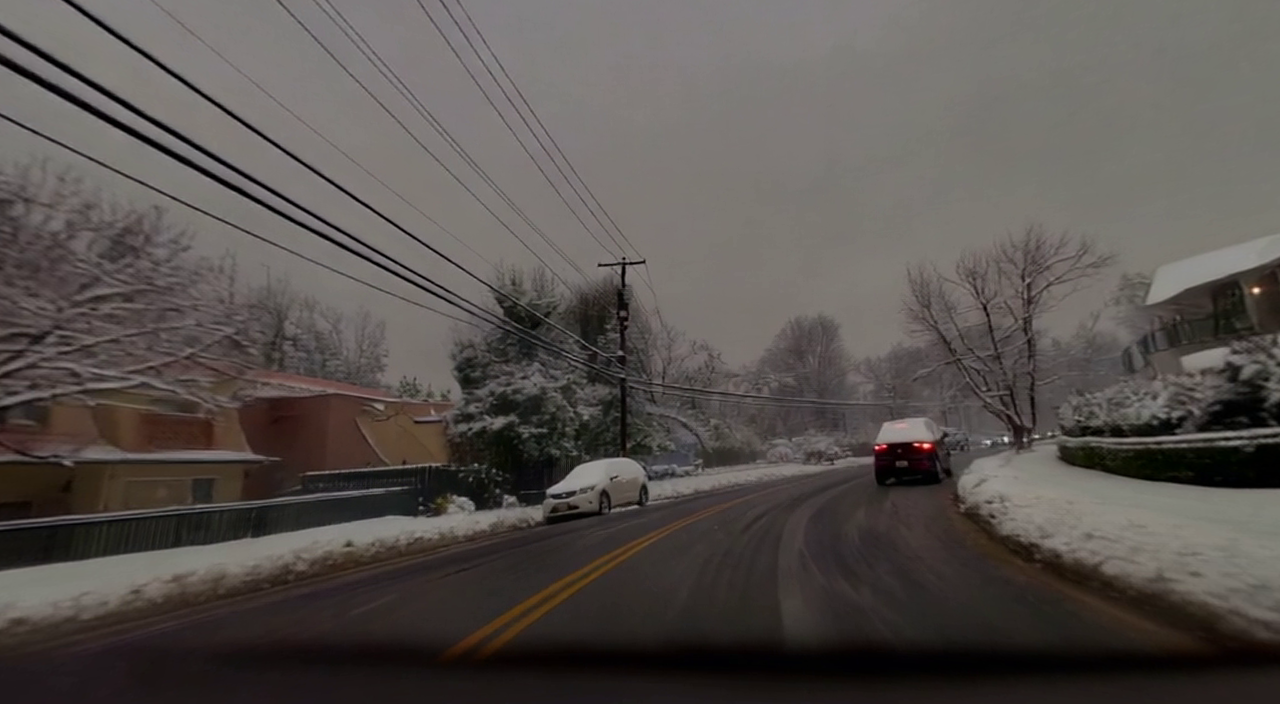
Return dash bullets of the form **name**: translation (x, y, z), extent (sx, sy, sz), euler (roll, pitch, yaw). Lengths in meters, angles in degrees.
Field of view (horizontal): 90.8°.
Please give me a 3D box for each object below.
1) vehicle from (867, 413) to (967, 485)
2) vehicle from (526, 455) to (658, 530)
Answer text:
- **vehicle**: translation (8.881, 3.065, 20.026), extent (2.086, 1.974, 4.890), euler (-6, -10, 31)
- **vehicle**: translation (-1.339, 4.254, 19.769), extent (2.039, 1.949, 4.511), euler (-5, -10, 27)
